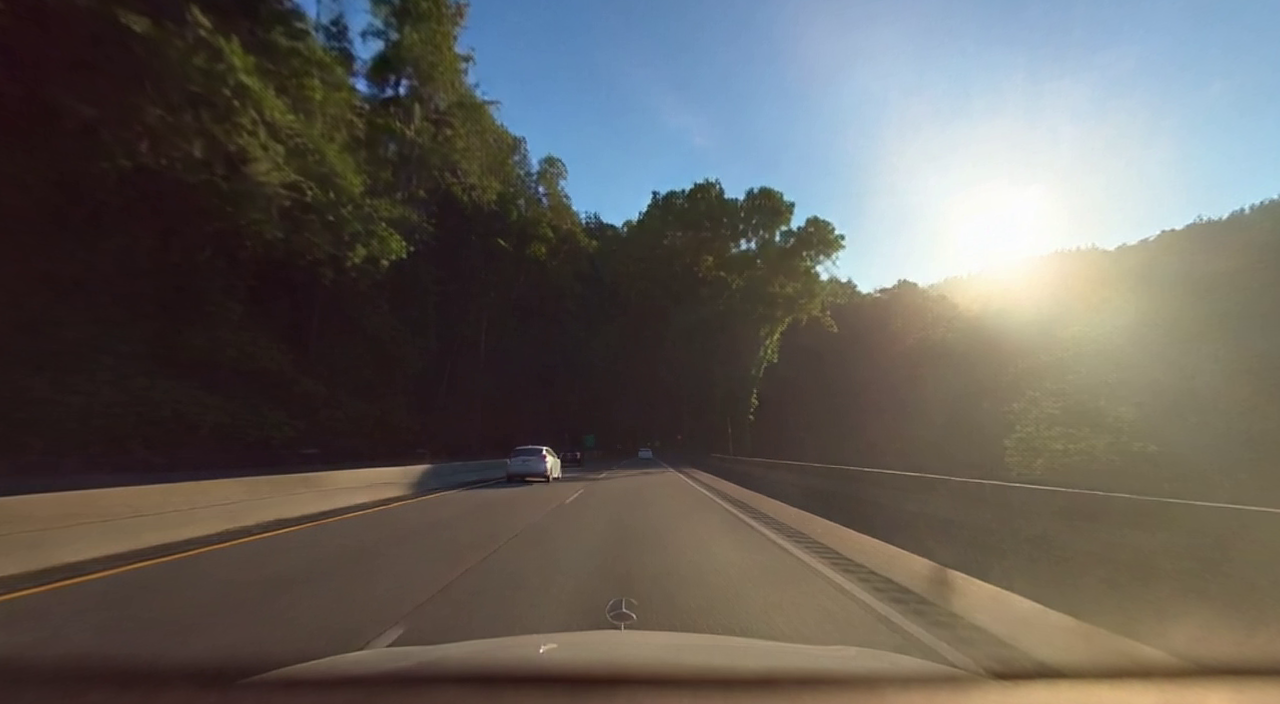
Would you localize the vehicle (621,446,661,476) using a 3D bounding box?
[{"bbox_3d":[0.016,5.820,33.757,2.001,1.490,3.914,0,-9,-1],"label":"vehicle"}]

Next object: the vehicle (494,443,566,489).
[{"bbox_3d":[-3.972,4.182,23.424,1.978,1.538,3.755,0,-9,0],"label":"vehicle"}]

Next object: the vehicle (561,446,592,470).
[{"bbox_3d":[-4.466,7.526,44.941,1.834,1.615,3.624,0,-9,0],"label":"vehicle"}]
